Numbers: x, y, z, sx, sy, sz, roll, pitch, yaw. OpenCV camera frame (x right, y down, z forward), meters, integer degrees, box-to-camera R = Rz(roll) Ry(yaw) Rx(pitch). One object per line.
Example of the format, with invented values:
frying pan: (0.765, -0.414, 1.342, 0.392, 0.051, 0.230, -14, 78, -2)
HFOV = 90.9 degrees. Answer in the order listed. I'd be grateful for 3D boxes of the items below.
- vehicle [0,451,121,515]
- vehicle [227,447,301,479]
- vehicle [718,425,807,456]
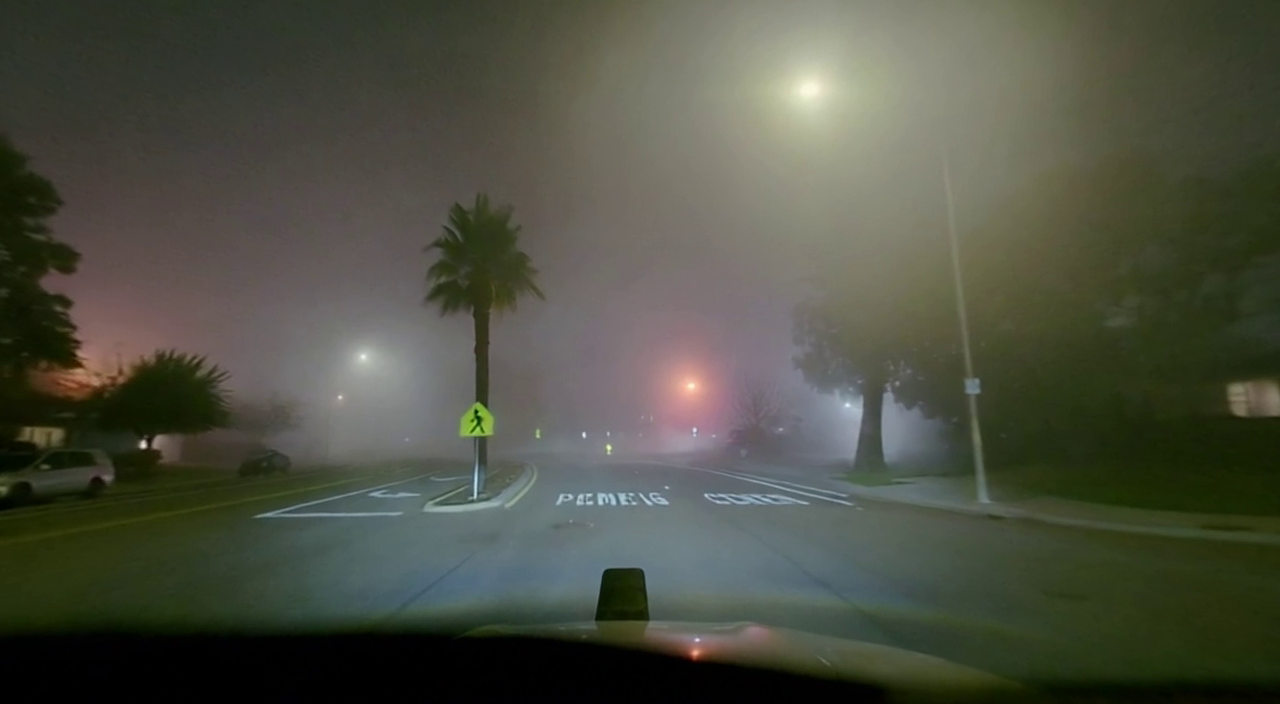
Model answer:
vehicle: (-17.070, 3.504, 17.230, 1.997, 1.514, 4.632, 1, -8, -4)
vehicle: (-19.572, 5.762, 33.034, 1.941, 1.470, 4.384, 0, -8, -12)
vehicle: (8.719, 6.384, 45.207, 6.051, 2.092, 2.231, -2, -11, 10)
